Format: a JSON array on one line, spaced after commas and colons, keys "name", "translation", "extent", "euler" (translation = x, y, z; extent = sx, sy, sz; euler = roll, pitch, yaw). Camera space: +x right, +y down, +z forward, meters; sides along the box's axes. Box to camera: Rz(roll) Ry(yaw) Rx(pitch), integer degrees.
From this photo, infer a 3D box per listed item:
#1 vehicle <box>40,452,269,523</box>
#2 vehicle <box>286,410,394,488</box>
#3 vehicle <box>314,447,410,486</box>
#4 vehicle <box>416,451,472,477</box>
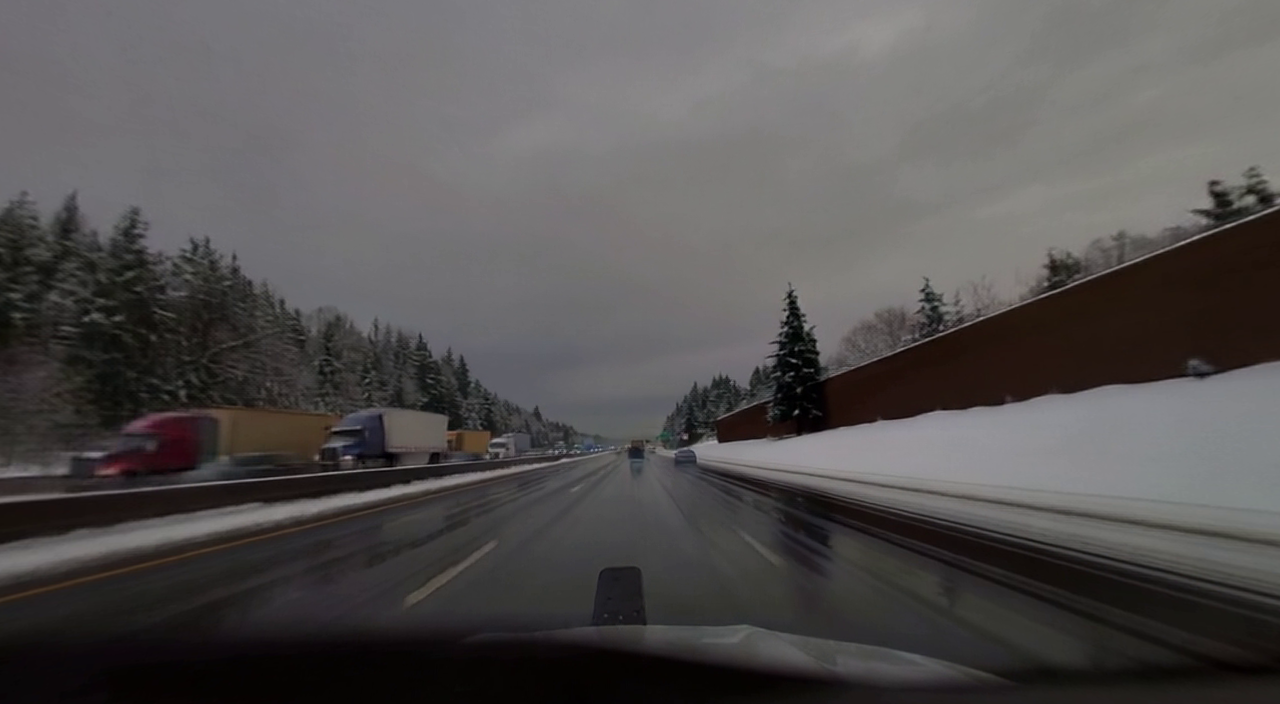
[{"name": "vehicle", "translation": [-11.687, 3.251, 15.716], "extent": [2.050, 1.464, 4.553], "euler": [0, -9, 1]}, {"name": "vehicle", "translation": [-16.315, 5.343, 34.831], "extent": [2.963, 3.892, 5.814], "euler": [0, -9, 0]}, {"name": "vehicle", "translation": [-11.932, 4.922, 27.410], "extent": [2.113, 1.531, 4.402], "euler": [0, -9, 0]}, {"name": "vehicle", "translation": [-11.773, 6.742, 38.125], "extent": [1.955, 1.460, 4.296], "euler": [0, -9, 0]}]
